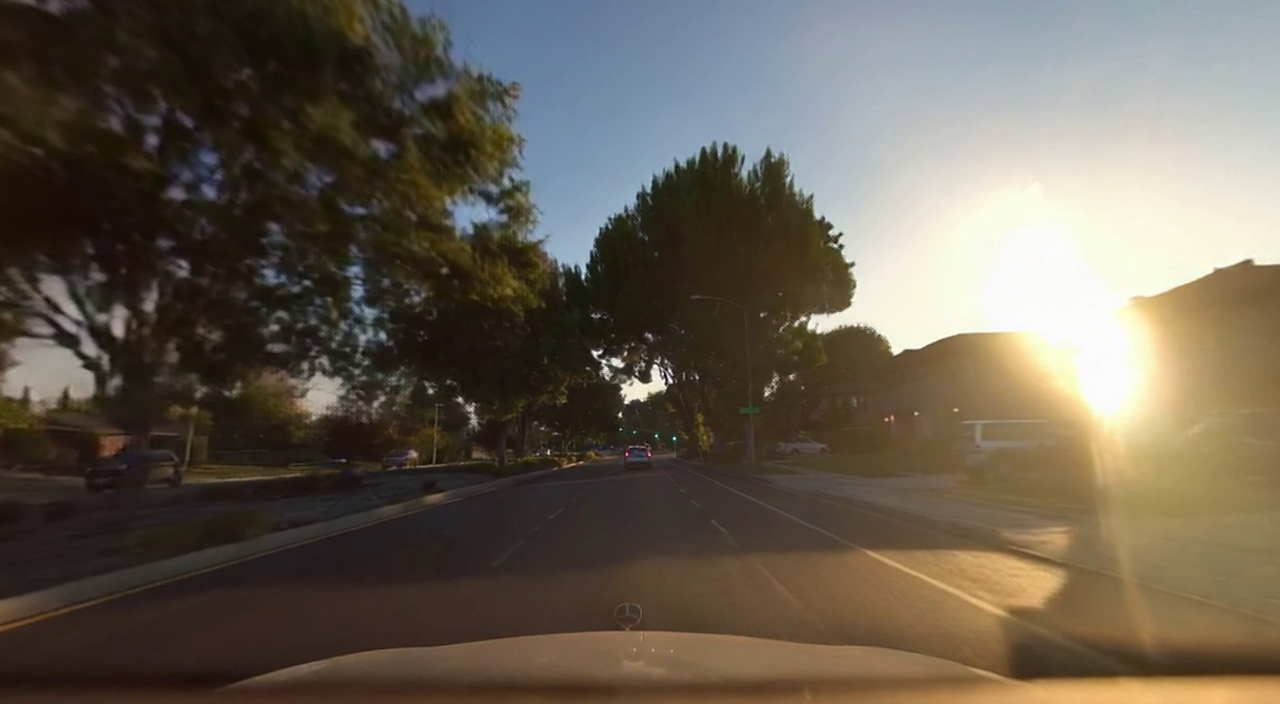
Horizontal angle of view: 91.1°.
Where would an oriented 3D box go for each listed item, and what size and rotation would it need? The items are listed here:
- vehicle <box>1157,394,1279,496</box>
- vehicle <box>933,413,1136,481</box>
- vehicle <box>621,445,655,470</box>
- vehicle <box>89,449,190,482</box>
[{"bbox_3d":[13.289,1.810,12.282,4.374,1.787,2.161,0,-9,-1],"label":"vehicle"},{"bbox_3d":[12.227,2.993,19.740,4.923,2.019,1.985,0,-9,2],"label":"vehicle"},{"bbox_3d":[-0.107,6.677,39.949,2.054,1.456,4.003,0,-8,0],"label":"vehicle"},{"bbox_3d":[-24.102,5.435,30.410,1.892,1.455,3.564,0,-8,1],"label":"vehicle"}]
